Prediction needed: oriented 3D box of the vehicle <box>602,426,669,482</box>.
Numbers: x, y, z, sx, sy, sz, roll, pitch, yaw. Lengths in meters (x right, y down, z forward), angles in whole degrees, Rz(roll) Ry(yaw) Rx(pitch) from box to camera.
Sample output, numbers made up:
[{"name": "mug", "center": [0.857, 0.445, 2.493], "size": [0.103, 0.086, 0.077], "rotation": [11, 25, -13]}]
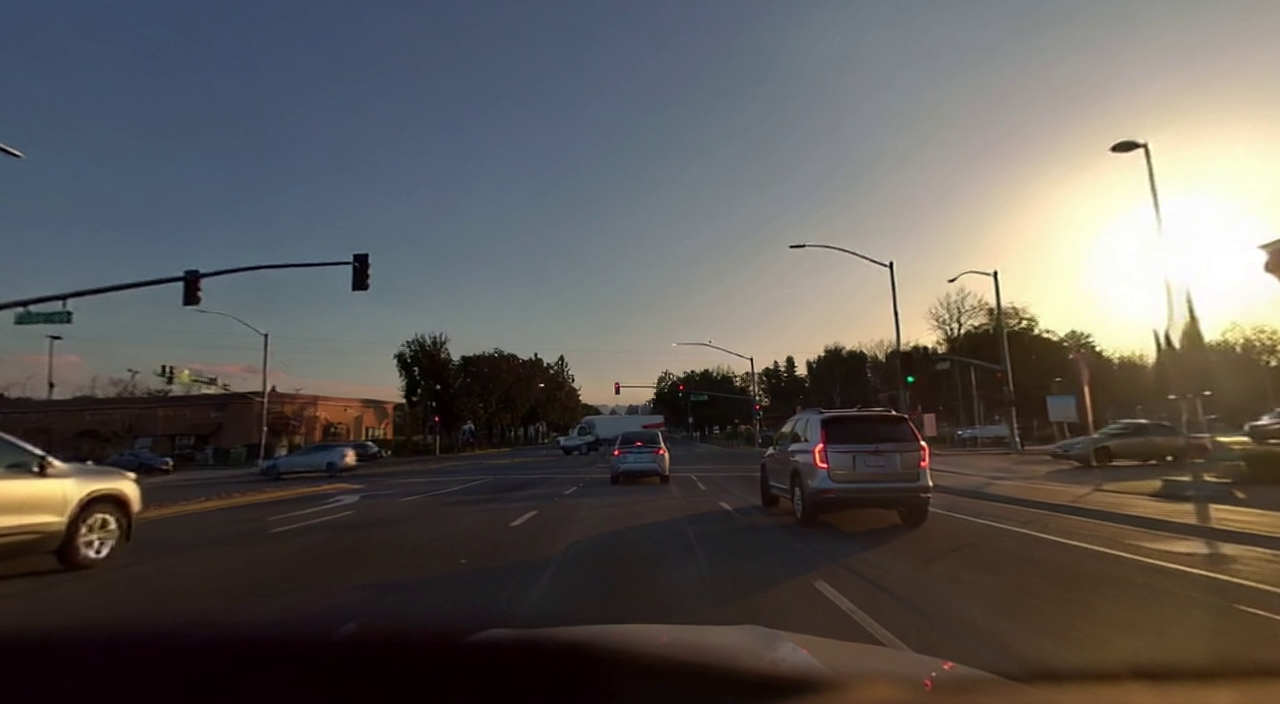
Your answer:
[{"name": "vehicle", "center": [-0.107, 3.466, 21.565], "size": [2.067, 1.702, 3.987], "rotation": [0, -8, 1]}]

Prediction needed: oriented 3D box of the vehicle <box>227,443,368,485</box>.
[{"name": "vehicle", "center": [-13.629, 4.455, 25.465], "size": [1.835, 1.485, 4.788], "rotation": [-4, -9, 24]}]

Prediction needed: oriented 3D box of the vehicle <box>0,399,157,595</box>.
[{"name": "vehicle", "center": [-6.886, 1.223, 5.086], "size": [2.011, 1.774, 4.866], "rotation": [0, -8, 1]}]

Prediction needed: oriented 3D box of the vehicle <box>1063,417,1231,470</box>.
[{"name": "vehicle", "center": [16.690, 3.031, 20.928], "size": [3.848, 1.674, 1.887], "rotation": [0, -9, 2]}]

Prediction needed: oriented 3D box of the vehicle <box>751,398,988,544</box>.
[{"name": "vehicle", "center": [3.215, 1.791, 10.004], "size": [2.083, 1.779, 4.347], "rotation": [0, -8, 0]}]
